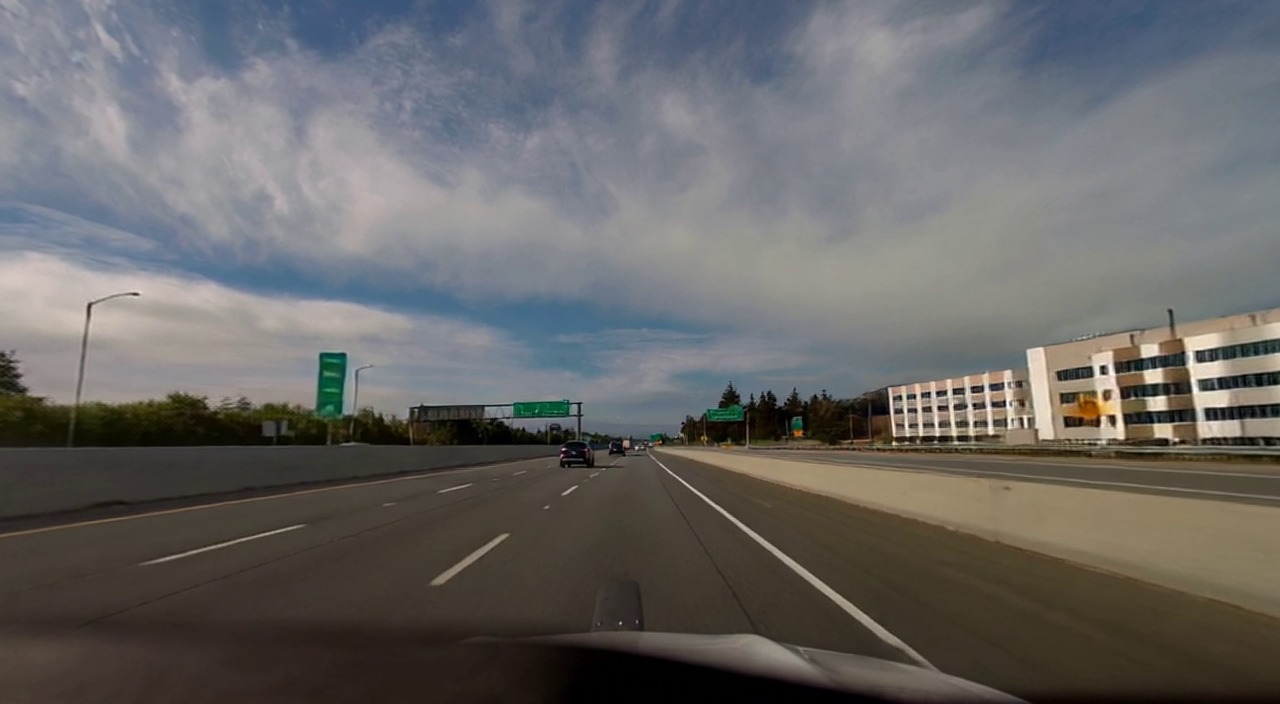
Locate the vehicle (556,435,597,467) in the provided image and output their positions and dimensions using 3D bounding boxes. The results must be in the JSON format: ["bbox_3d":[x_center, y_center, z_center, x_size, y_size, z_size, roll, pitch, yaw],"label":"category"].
[{"bbox_3d":[-3.788,5.996,38.351,2.047,1.786,4.217,0,-8,0],"label":"vehicle"}]
